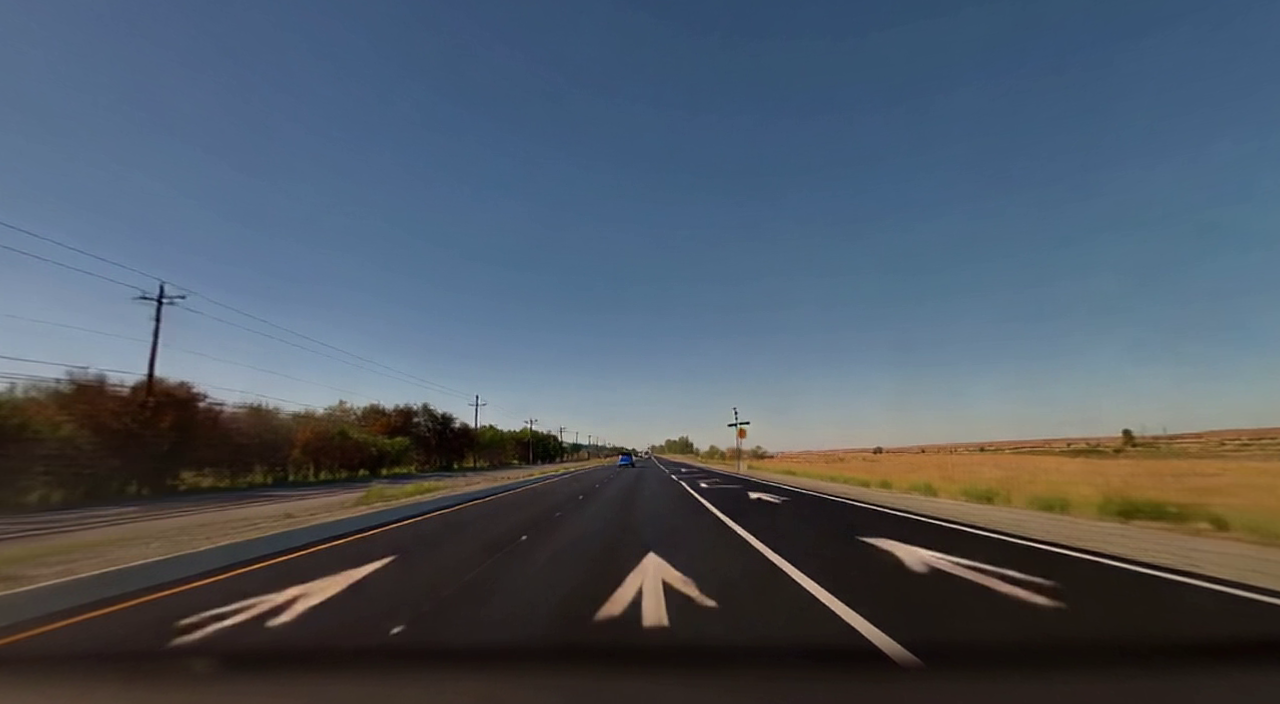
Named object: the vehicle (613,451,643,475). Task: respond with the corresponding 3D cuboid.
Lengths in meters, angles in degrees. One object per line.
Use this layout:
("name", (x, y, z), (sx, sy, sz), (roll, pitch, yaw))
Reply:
("vehicle", (-0.863, 8.328, 47.569), (2.053, 1.647, 4.252), (0, -9, 1))
